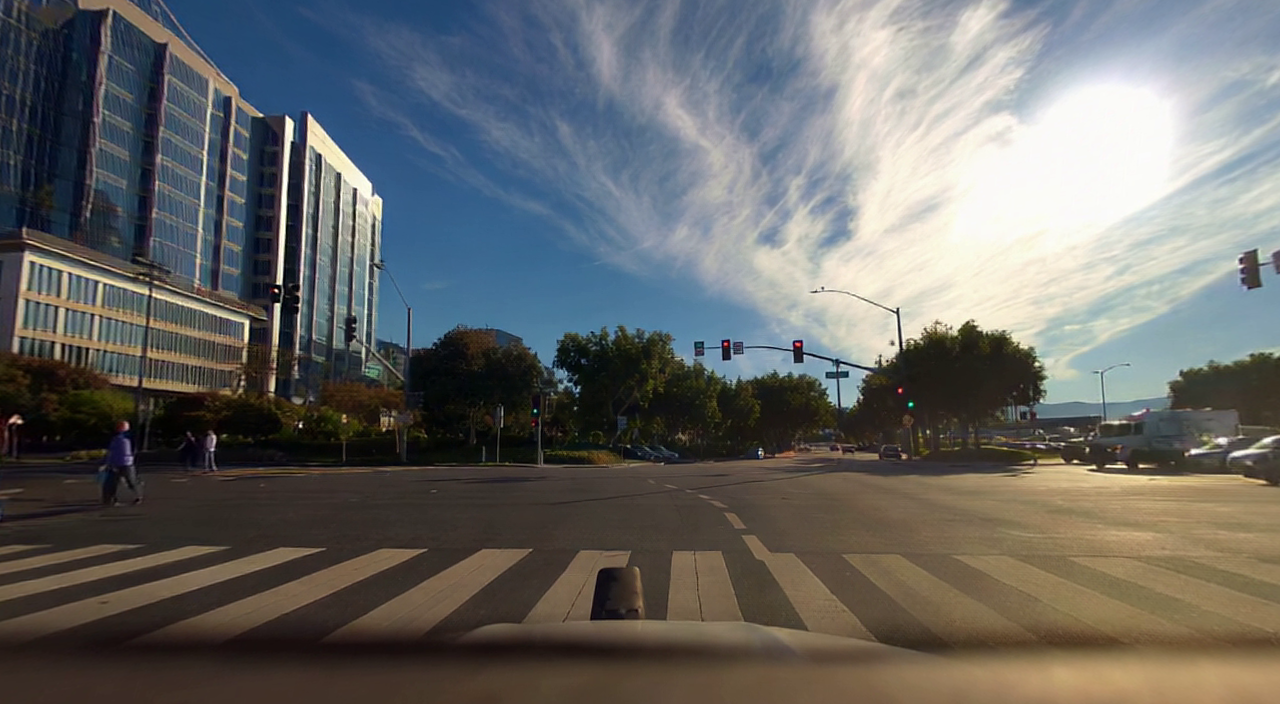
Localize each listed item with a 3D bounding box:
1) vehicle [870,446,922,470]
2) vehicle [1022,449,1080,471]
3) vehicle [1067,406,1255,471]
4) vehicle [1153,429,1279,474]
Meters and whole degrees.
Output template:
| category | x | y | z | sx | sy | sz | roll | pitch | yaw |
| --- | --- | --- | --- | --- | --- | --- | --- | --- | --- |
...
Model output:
| category | x | y | z | sx | sy | sz | roll | pitch | yaw |
| --- | --- | --- | --- | --- | --- | --- | --- | --- | --- |
| vehicle | 17.517 | 7.244 | 43.500 | 1.789 | 1.557 | 4.293 | 0 | -9 | 0 |
| vehicle | 27.681 | 7.277 | 42.686 | 1.589 | 1.405 | 3.633 | -1 | -9 | 4 |
| vehicle | 22.940 | 3.864 | 28.090 | 5.855 | 2.746 | 2.523 | -1 | -9 | 3 |
| vehicle | 20.916 | 3.408 | 21.731 | 4.740 | 1.464 | 1.876 | -1 | -9 | 3 |
